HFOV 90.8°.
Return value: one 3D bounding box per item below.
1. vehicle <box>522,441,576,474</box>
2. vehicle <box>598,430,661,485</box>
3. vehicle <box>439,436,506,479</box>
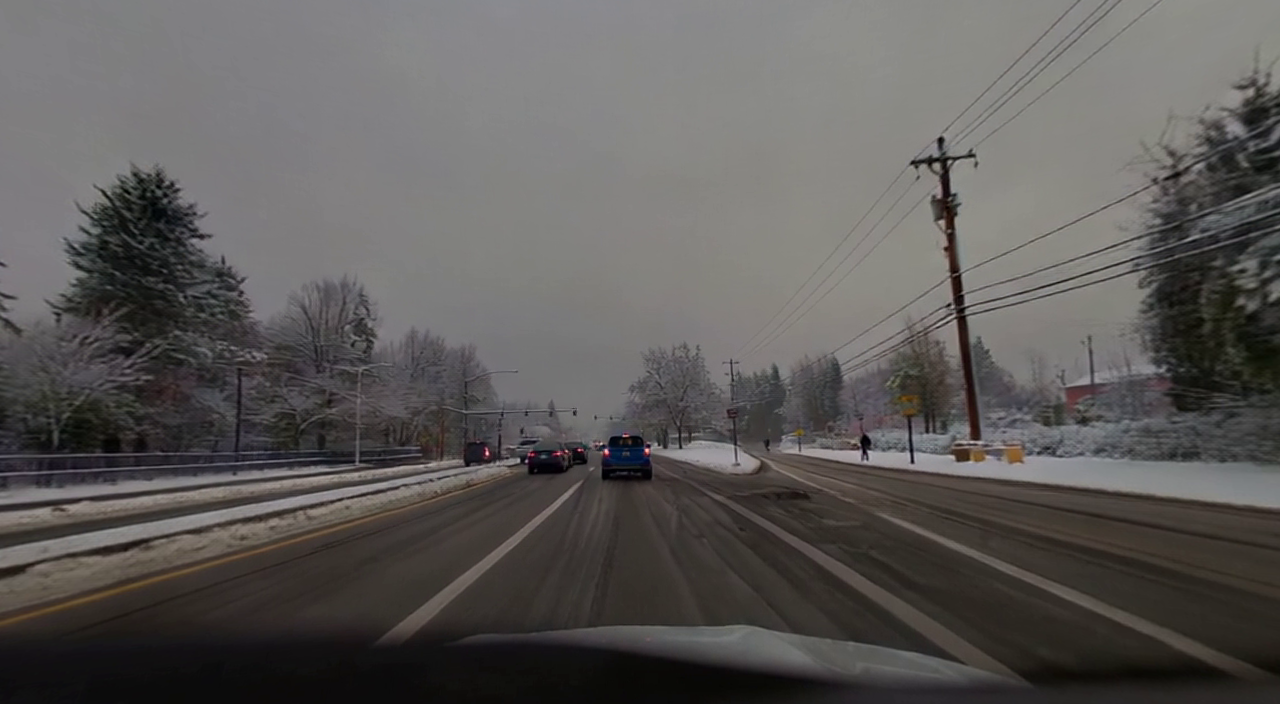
[{"bbox_3d":[-4.360,5.116,30.882,2.087,1.485,4.452,0,-8,-2],"label":"vehicle"},{"bbox_3d":[-0.405,3.690,22.341,2.012,1.769,3.897,0,-9,-2],"label":"vehicle"},{"bbox_3d":[-6.986,4.429,26.750,1.860,1.634,4.089,0,-9,-3],"label":"vehicle"}]
